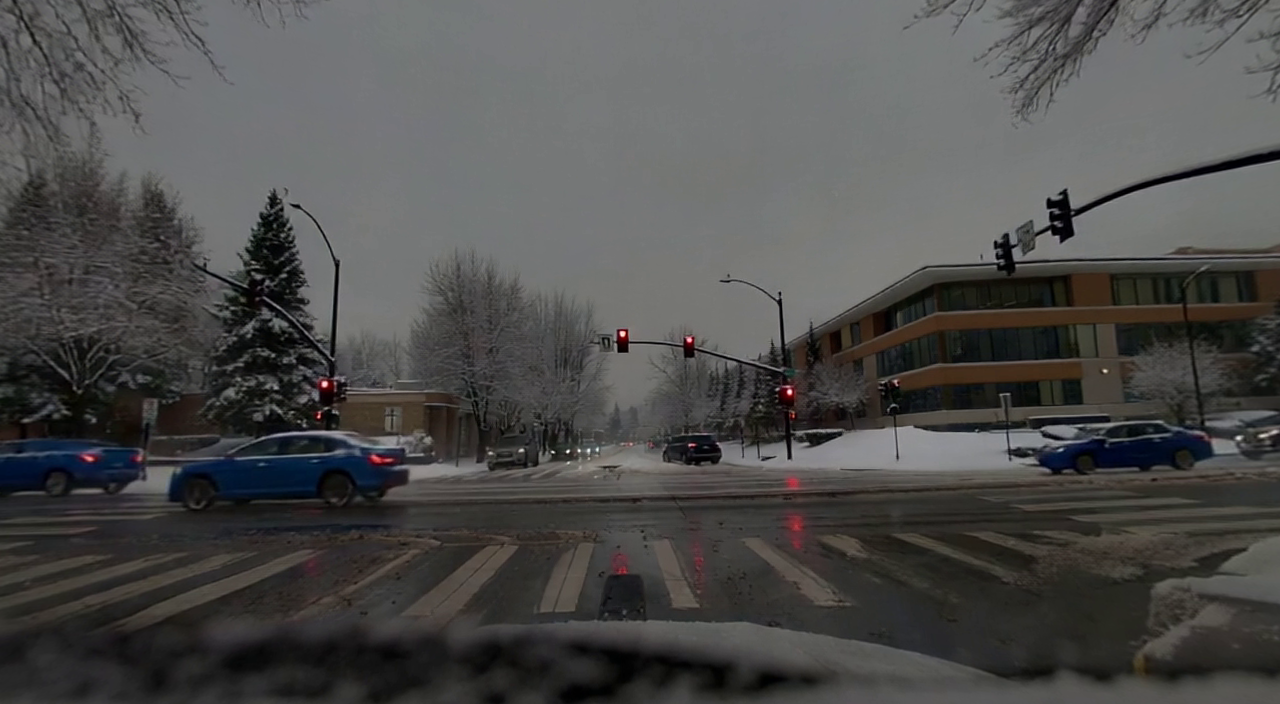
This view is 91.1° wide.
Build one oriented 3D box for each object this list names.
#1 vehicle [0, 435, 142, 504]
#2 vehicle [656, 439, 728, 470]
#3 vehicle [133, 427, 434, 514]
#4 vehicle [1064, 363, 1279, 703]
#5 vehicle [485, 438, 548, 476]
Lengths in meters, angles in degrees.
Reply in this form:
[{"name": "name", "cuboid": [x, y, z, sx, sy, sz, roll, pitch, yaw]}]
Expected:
[{"name": "vehicle", "cuboid": [-17.013, 3.230, 17.481, 4.565, 1.769, 1.940, 0, -8, -1]}, {"name": "vehicle", "cuboid": [2.545, 5.193, 32.109, 2.031, 1.442, 4.446, 3, -9, -19]}, {"name": "vehicle", "cuboid": [-7.561, 2.550, 13.769, 5.369, 1.704, 1.993, 0, -8, 1]}, {"name": "vehicle", "cuboid": [2.875, 0.673, 0.838, 1.947, 1.576, 3.825, 0, -8, 1]}, {"name": "vehicle", "cuboid": [-5.959, 5.087, 30.800, 2.115, 1.690, 4.322, 0, -8, 1]}]
